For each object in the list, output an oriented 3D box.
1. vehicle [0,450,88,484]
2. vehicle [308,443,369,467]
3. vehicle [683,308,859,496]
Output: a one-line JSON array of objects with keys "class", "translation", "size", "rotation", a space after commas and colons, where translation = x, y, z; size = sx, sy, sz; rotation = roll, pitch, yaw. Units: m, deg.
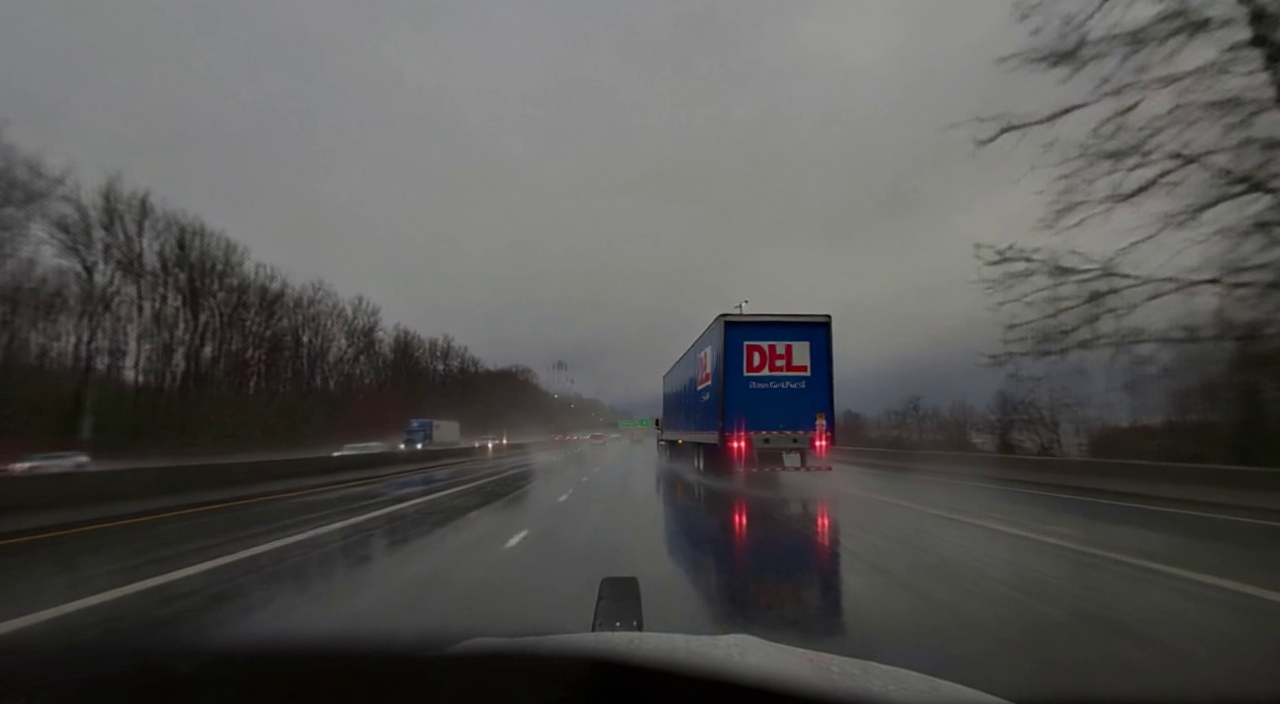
[{"class": "vehicle", "translation": [-38.716, 7.201, 39.610], "size": [2.271, 1.914, 5.593], "rotation": [-1, -8, 8]}, {"class": "vehicle", "translation": [-19.823, 6.788, 41.591], "size": [1.931, 1.459, 4.334], "rotation": [0, -8, -1]}, {"class": "vehicle", "translation": [3.213, 1.678, 18.581], "size": [3.011, 4.211, 8.926], "rotation": [0, -8, -2]}]
